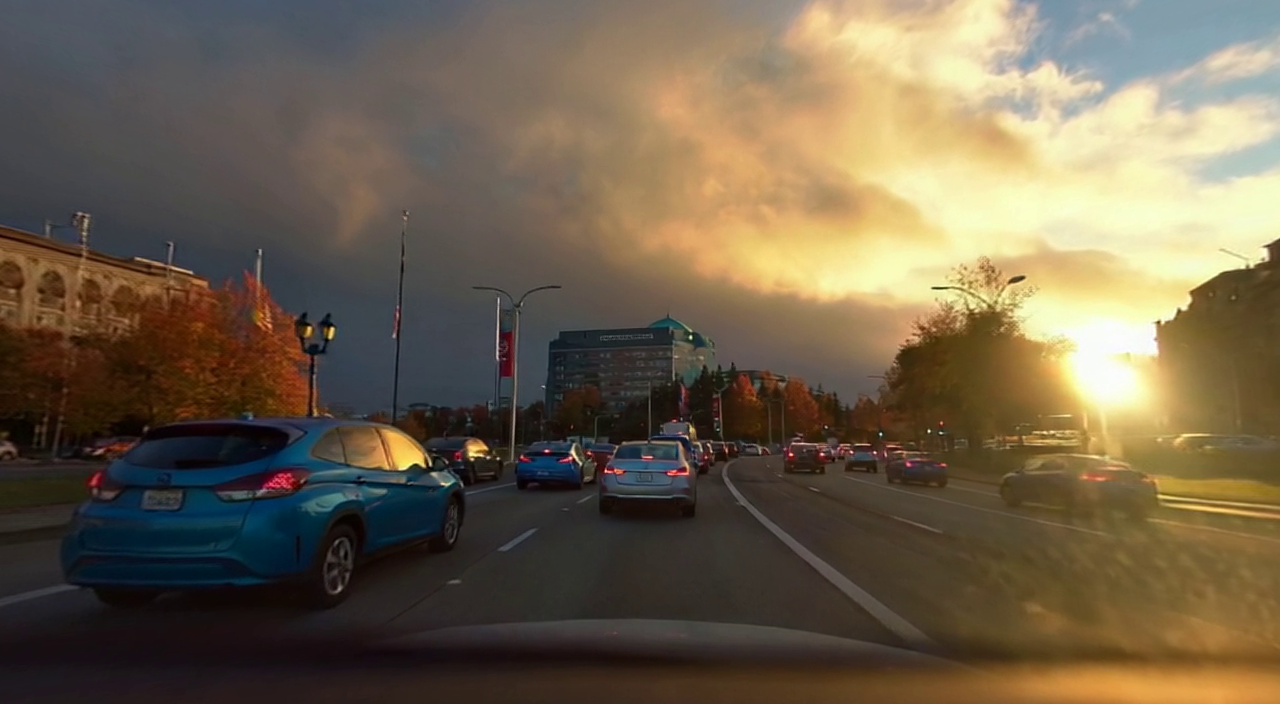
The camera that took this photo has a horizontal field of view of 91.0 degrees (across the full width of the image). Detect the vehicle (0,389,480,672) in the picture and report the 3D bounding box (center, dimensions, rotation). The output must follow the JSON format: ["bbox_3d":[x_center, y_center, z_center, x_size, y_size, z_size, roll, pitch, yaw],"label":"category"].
[{"bbox_3d":[-3.175,1.365,5.928,1.988,1.635,4.260,0,-9,3],"label":"vehicle"}]

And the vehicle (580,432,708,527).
[{"bbox_3d":[0.227,2.409,12.455,2.090,1.506,4.276,0,-9,4],"label":"vehicle"}]

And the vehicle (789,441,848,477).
[{"bbox_3d":[8.341,5.010,29.797,1.944,1.544,4.301,0,-9,6],"label":"vehicle"}]

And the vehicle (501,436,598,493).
[{"bbox_3d":[-2.669,3.452,19.727,1.974,1.549,4.603,0,-9,5],"label":"vehicle"}]

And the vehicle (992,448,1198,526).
[{"bbox_3d":[10.781,3.157,15.434,1.934,1.585,4.397,0,-9,3],"label":"vehicle"}]

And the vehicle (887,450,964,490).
[{"bbox_3d":[12.001,4.947,26.725,1.749,1.481,3.808,0,-9,5],"label":"vehicle"}]
